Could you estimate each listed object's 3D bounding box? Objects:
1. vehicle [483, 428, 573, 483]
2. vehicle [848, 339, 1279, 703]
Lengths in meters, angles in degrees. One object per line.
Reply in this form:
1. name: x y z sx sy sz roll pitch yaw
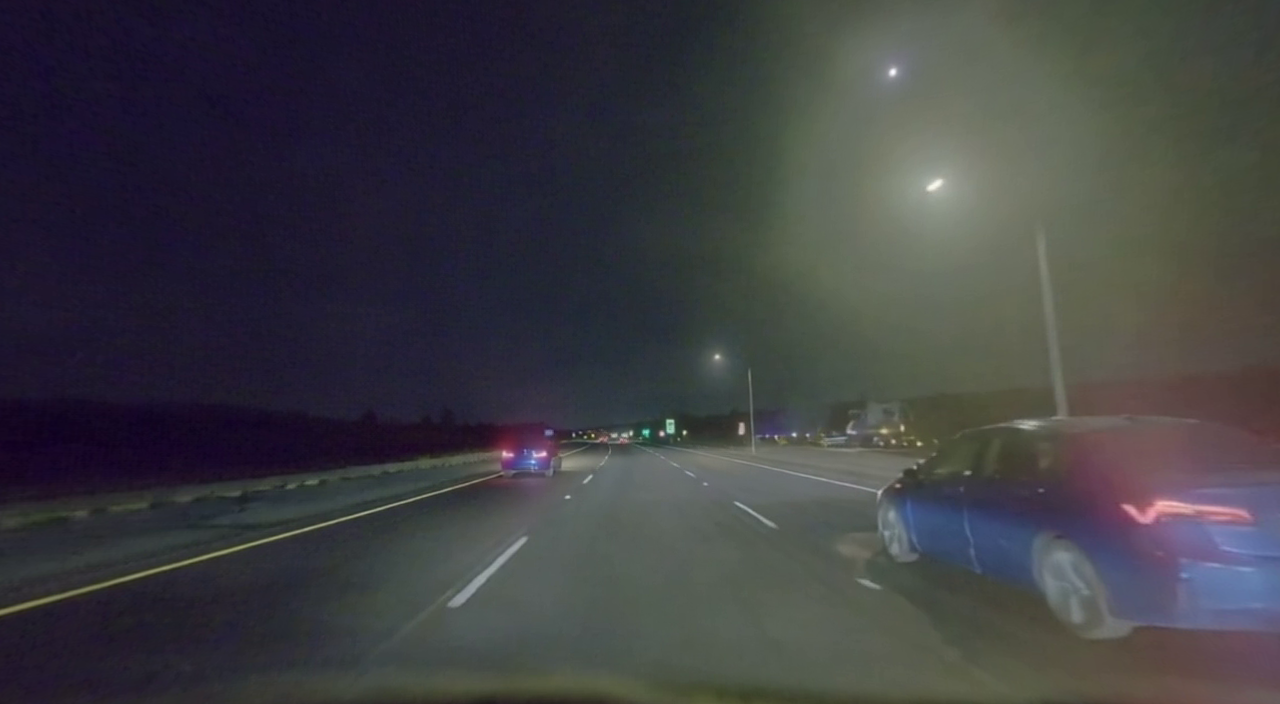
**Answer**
1. vehicle: -3.595 3.415 21.093 2.206 1.604 4.374 0 -8 0
2. vehicle: 3.323 1.060 4.184 2.349 1.651 4.161 0 -8 -1
